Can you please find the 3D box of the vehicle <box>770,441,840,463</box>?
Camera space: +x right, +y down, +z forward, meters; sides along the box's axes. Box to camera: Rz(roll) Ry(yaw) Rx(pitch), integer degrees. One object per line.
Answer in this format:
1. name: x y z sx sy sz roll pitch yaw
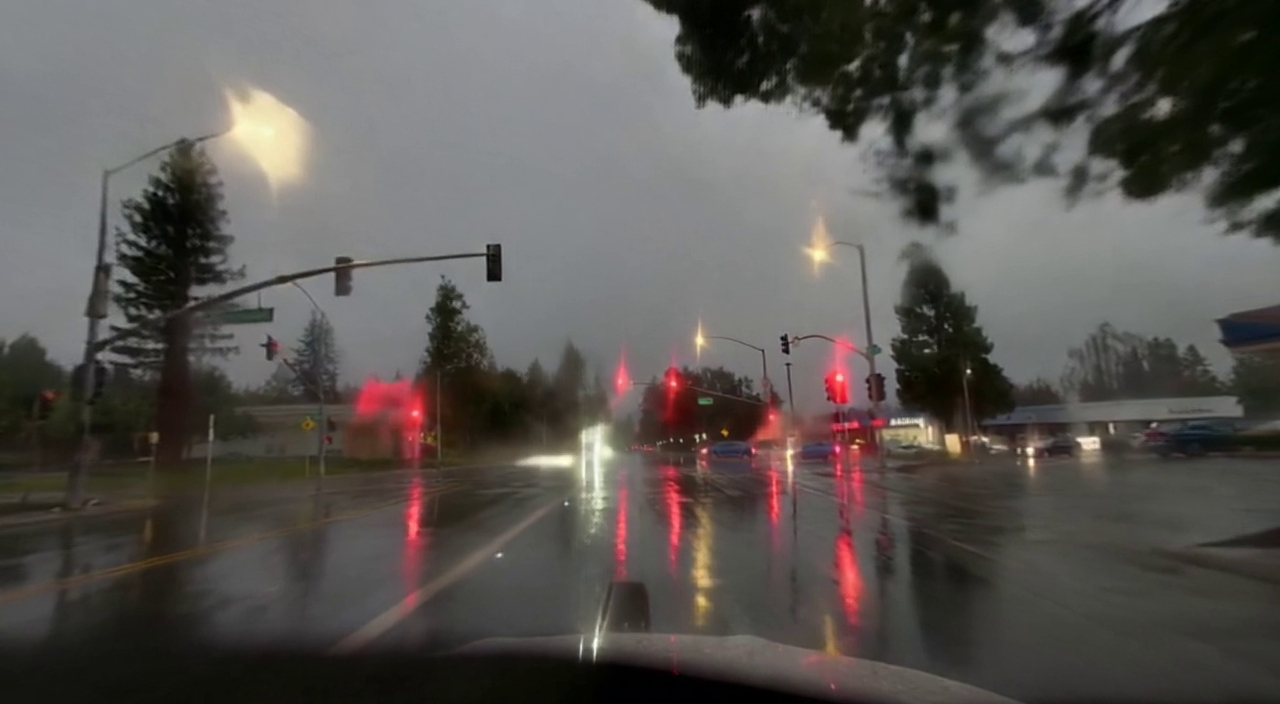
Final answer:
1. vehicle: 11.785 7.155 45.129 4.528 1.482 1.864 3 -9 -19
